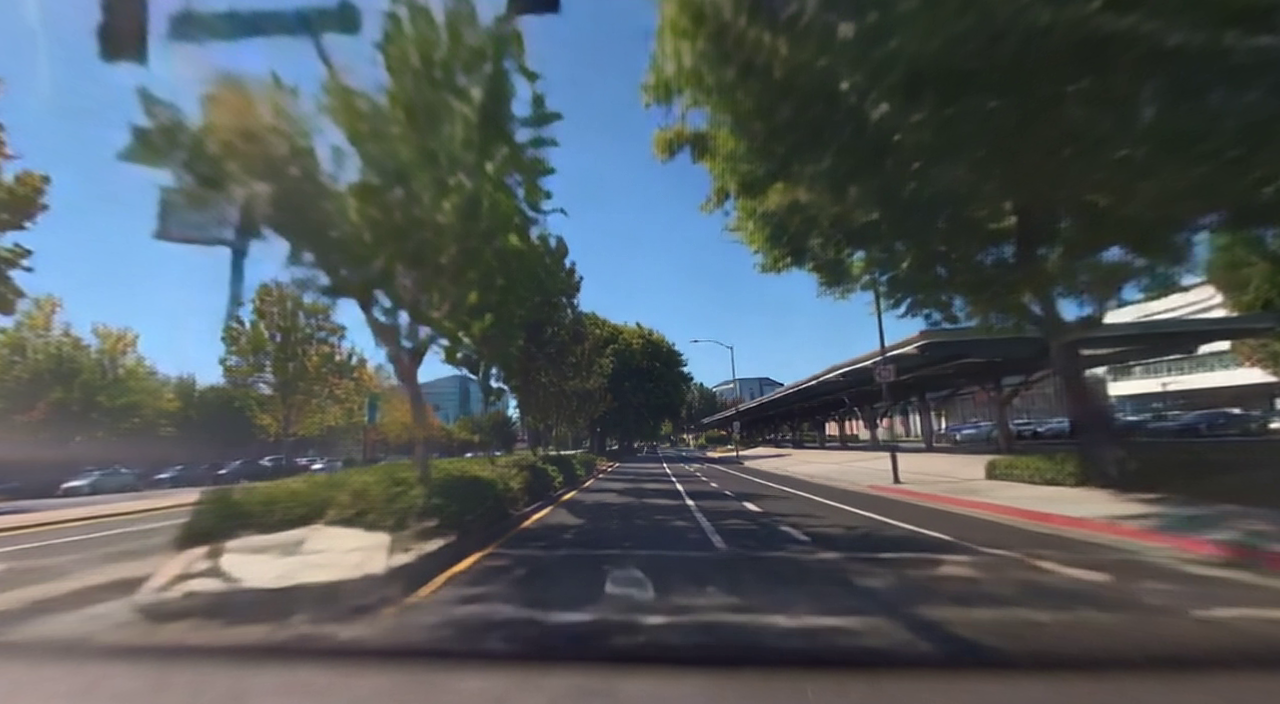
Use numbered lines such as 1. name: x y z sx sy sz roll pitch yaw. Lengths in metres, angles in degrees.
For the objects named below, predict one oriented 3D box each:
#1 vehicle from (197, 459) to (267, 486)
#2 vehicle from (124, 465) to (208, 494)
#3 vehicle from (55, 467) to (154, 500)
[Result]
1. vehicle: -29.593 8.757 45.911 1.902 1.746 4.706 0 -8 1
2. vehicle: -29.654 7.943 39.607 1.815 1.531 4.544 0 -8 -1
3. vehicle: -29.611 7.244 35.011 1.807 1.534 4.156 0 -8 0
